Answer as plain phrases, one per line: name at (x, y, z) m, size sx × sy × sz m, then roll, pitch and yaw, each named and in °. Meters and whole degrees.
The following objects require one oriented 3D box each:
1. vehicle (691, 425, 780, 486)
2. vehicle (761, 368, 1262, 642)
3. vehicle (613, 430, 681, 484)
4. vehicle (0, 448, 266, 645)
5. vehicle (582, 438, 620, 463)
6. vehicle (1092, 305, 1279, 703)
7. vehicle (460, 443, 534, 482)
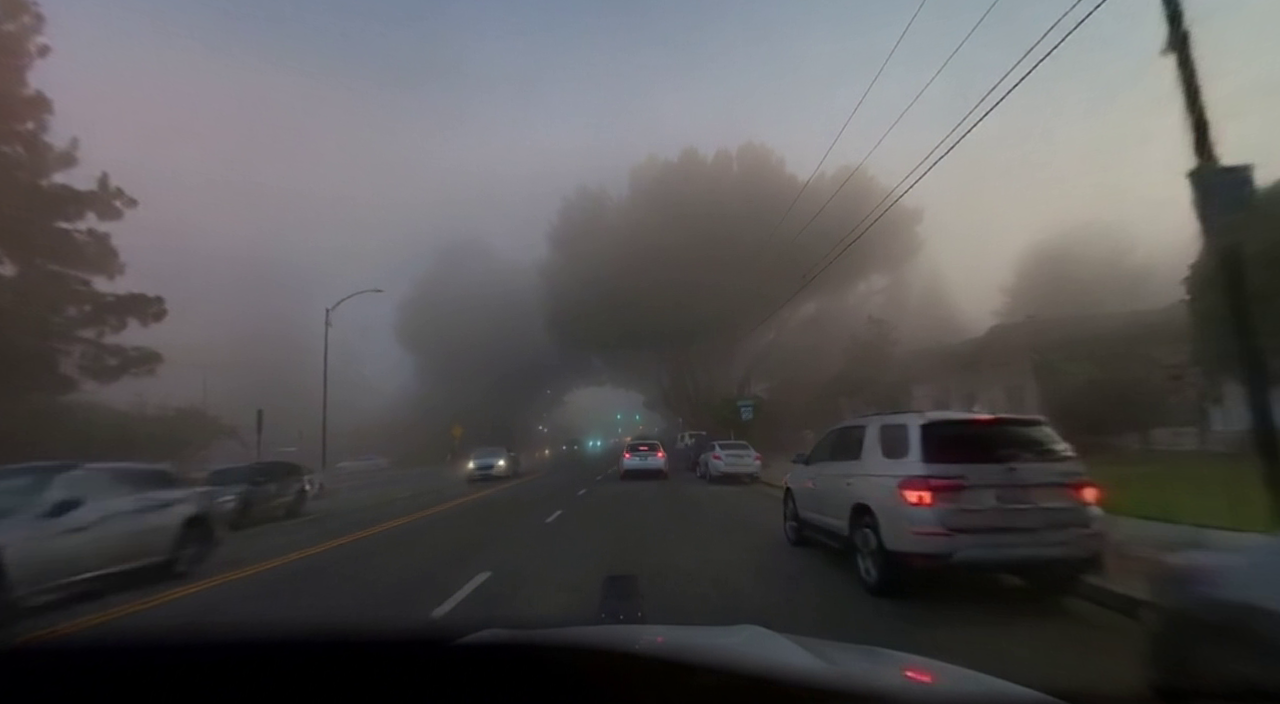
vehicle at (2.938, 3.315, 20.559) m, size 2.060 × 1.733 × 4.639 m, roll 0°, pitch -8°, yaw -2°
vehicle at (2.893, 1.332, 6.553) m, size 2.289 × 1.782 × 4.661 m, roll 0°, pitch -8°, yaw -1°
vehicle at (0.183, 3.477, 21.201) m, size 2.041 × 1.575 × 4.304 m, roll 0°, pitch -8°, yaw 0°
vehicle at (-5.943, 1.694, 5.943) m, size 1.987 × 1.478 × 4.693 m, roll -2°, pitch -8°, yaw 0°
vehicle at (-2.522, 6.479, 41.830) m, size 2.117 × 1.528 × 4.277 m, roll -1°, pitch -8°, yaw 1°
vehicle at (2.794, 0.486, 0.196) m, size 1.974 × 1.696 × 4.461 m, roll 0°, pitch -8°, yaw 0°
vehicle at (-5.934, 4.627, 26.816) m, size 1.981 × 1.498 × 4.701 m, roll -1°, pitch -8°, yaw 1°
